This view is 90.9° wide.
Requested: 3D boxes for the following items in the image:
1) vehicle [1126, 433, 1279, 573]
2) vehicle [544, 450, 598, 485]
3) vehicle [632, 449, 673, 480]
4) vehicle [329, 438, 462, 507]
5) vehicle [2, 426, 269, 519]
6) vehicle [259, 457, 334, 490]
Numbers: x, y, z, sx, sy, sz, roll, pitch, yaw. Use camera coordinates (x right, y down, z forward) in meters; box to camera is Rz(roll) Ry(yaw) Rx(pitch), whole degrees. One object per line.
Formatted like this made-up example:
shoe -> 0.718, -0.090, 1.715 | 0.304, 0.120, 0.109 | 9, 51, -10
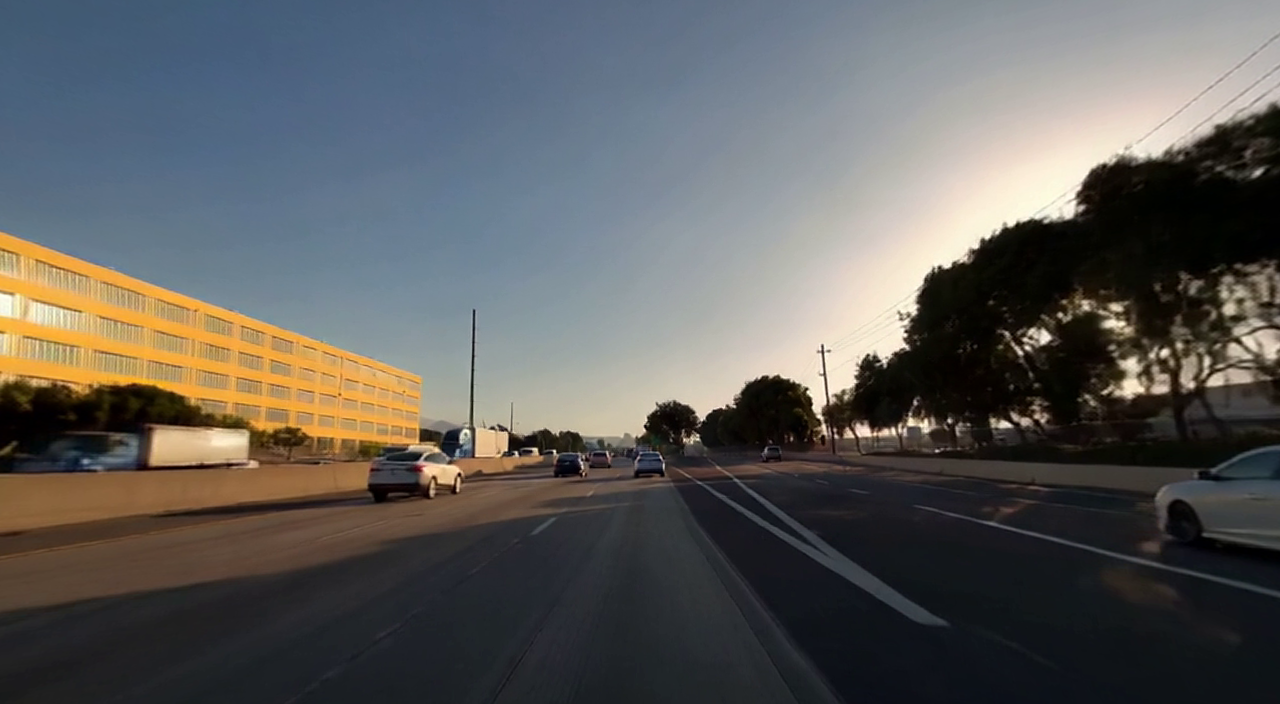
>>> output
vehicle -> 7.816, 1.595, 6.656 | 1.966, 1.484, 4.610 | -1, -9, 5
vehicle -> -3.344, 5.668, 31.337 | 2.059, 1.508, 4.662 | -1, -8, 1
vehicle -> 0.663, 6.178, 34.792 | 2.107, 1.538, 3.999 | -1, -8, 1
vehicle -> -7.262, 3.600, 19.414 | 2.106, 1.827, 4.814 | -1, -8, 1
vehicle -> -12.698, 3.057, 16.681 | 2.133, 1.970, 5.950 | -1, -8, 0
vehicle -> -20.074, 7.088, 37.119 | 1.853, 1.671, 4.525 | -1, -8, 1
